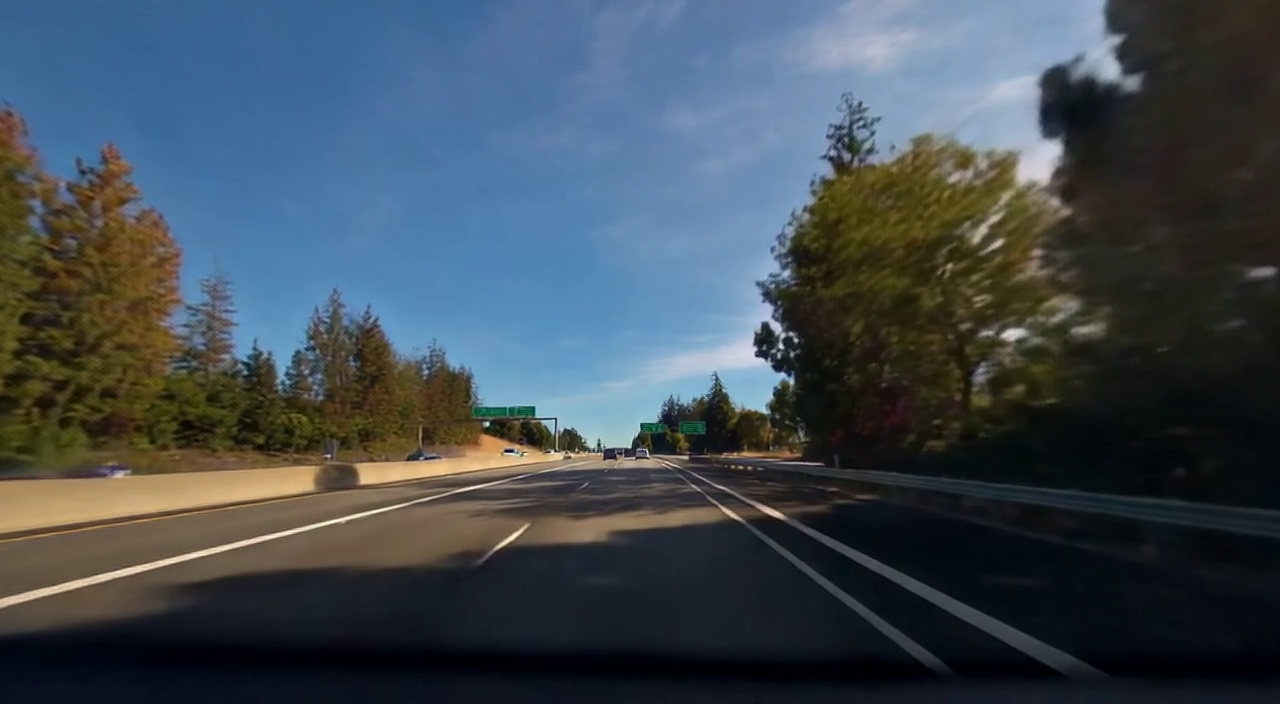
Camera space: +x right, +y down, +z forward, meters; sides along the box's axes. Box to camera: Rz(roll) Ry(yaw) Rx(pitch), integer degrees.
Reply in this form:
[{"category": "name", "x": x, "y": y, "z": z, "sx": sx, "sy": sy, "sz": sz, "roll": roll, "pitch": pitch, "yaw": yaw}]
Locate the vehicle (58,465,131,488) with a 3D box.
[{"category": "vehicle", "x": -38.058, "y": 8.676, "z": 44.139, "sx": 1.934, "sy": 1.412, "sz": 4.014, "roll": 1, "pitch": -9, "yaw": -10}]
